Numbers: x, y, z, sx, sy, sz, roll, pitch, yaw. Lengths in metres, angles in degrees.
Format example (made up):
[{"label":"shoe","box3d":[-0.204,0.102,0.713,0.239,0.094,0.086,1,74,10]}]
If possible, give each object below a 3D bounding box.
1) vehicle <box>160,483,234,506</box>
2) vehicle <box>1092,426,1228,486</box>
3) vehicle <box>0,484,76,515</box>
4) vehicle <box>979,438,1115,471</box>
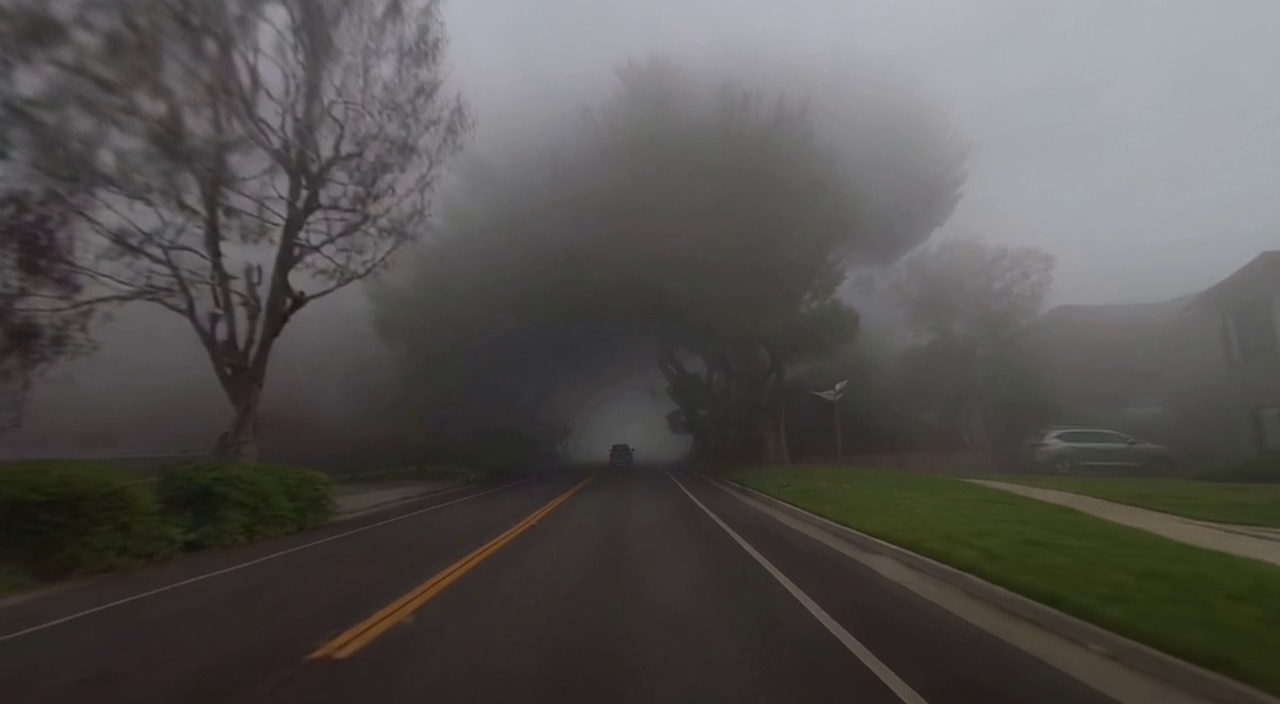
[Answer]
[{"label":"vehicle","box3d":[-29.470,9.471,42.072,3.675,1.432,1.636,0,-9,3]},{"label":"vehicle","box3d":[17.843,3.572,21.903,1.999,1.901,3.073,0,-9,0]},{"label":"vehicle","box3d":[-30.996,7.418,31.857,3.502,1.310,1.729,0,-8,5]},{"label":"vehicle","box3d":[14.472,3.690,22.836,1.987,1.039,4.499,0,-9,0]}]
